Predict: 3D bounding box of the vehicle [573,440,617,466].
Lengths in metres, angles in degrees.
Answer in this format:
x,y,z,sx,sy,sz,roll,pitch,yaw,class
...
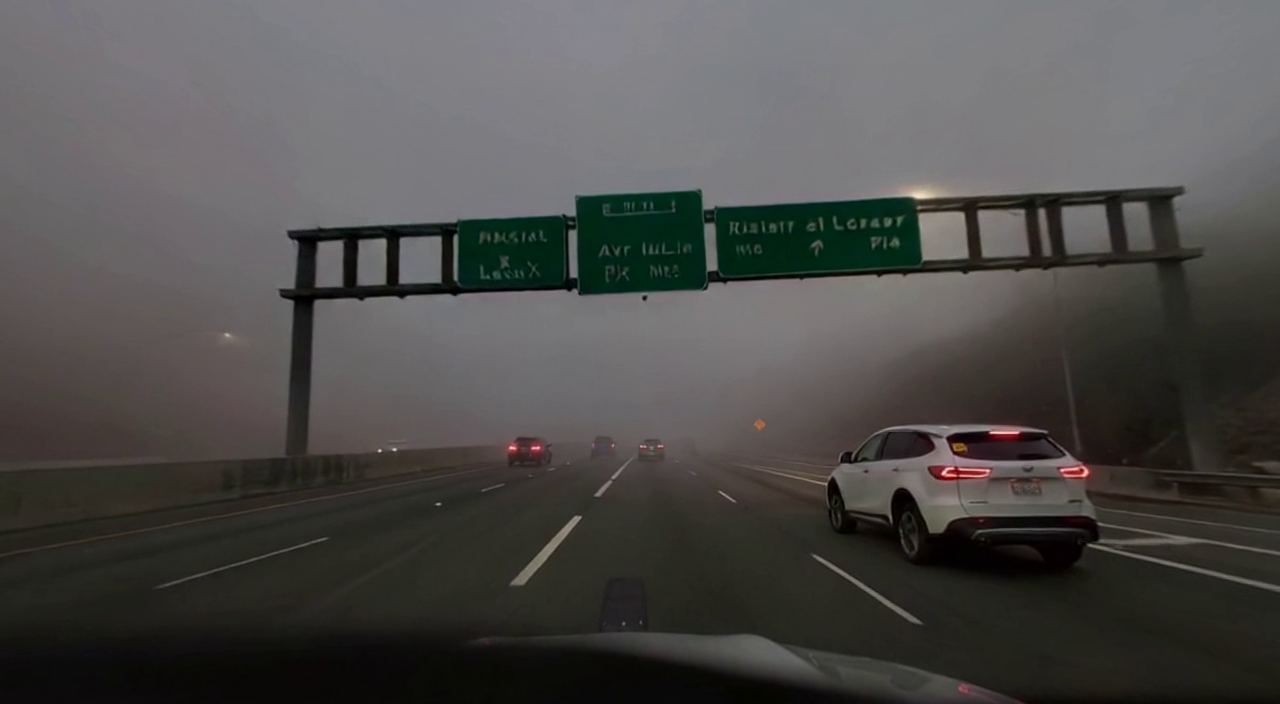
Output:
x,y,z,sx,sy,sz,roll,pitch,yaw,class
-2.518,5.789,36.284,2.205,1.406,4.286,0,-8,0,vehicle

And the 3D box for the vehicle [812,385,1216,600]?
x,y,z,sx,sy,sz,roll,pitch,yaw,class
3.844,1.539,7.779,2.083,1.823,4.627,0,-8,0,vehicle

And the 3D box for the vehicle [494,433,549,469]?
x,y,z,sx,sy,sz,roll,pitch,yaw,class
-5.931,4.987,31.969,1.946,1.688,4.019,0,-8,1,vehicle

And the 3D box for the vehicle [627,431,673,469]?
x,y,z,sx,sy,sz,roll,pitch,yaw,class
0.537,4.871,31.332,2.133,1.739,3.925,0,-8,2,vehicle
